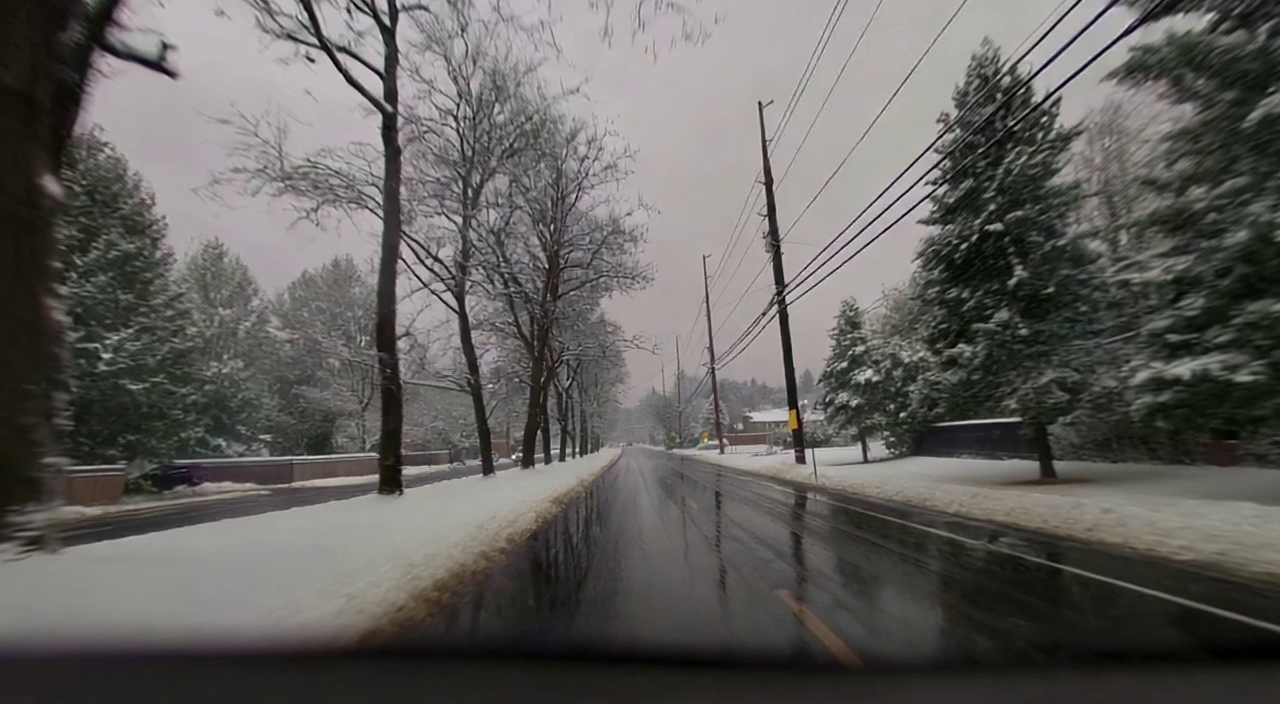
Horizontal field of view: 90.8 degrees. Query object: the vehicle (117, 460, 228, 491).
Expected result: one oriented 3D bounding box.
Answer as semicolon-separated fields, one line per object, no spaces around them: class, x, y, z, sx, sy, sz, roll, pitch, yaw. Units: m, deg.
vehicle;-26.999;7.142;36.567;4.929;1.667;1.930;-1;-9;2
